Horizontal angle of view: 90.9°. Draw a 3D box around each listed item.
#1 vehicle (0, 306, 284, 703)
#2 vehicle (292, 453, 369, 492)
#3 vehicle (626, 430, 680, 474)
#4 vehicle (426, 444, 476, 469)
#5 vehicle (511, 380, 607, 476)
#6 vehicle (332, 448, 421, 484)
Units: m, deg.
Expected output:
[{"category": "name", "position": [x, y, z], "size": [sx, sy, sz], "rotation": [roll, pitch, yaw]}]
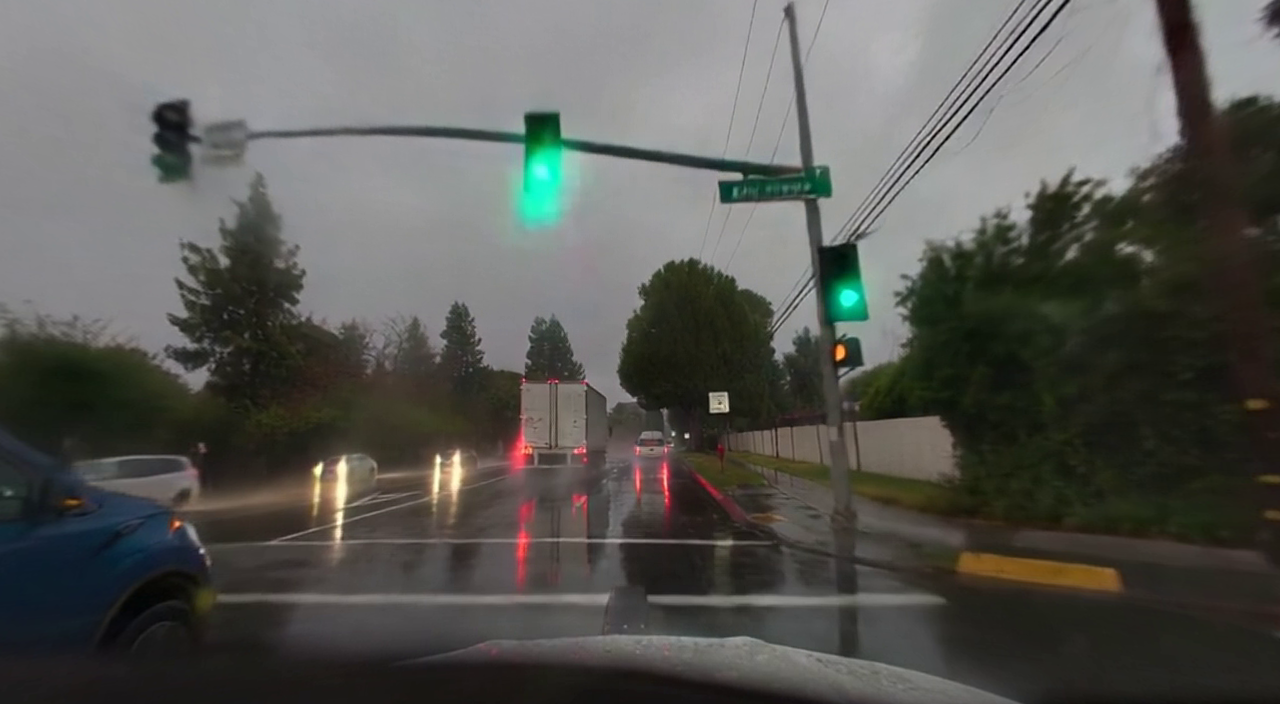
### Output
[{"category": "vehicle", "position": [-3.308, 0.677, 1.630], "size": [2.093, 1.832, 4.508], "rotation": [0, -8, 0]}, {"category": "vehicle", "position": [-17.358, 6.748, 35.642], "size": [2.054, 1.935, 4.350], "rotation": [0, -8, 1]}, {"category": "vehicle", "position": [0.553, 4.320, 27.400], "size": [2.174, 1.749, 4.113], "rotation": [0, -8, 1]}, {"category": "vehicle", "position": [-14.099, 7.799, 47.324], "size": [2.123, 1.789, 4.609], "rotation": [0, -8, 2]}, {"category": "vehicle", "position": [-3.363, 3.585, 28.887], "size": [2.928, 3.658, 8.980], "rotation": [0, -8, 2]}, {"category": "vehicle", "position": [-12.008, 5.183, 29.091], "size": [2.055, 1.489, 4.425], "rotation": [0, -8, 2]}]
